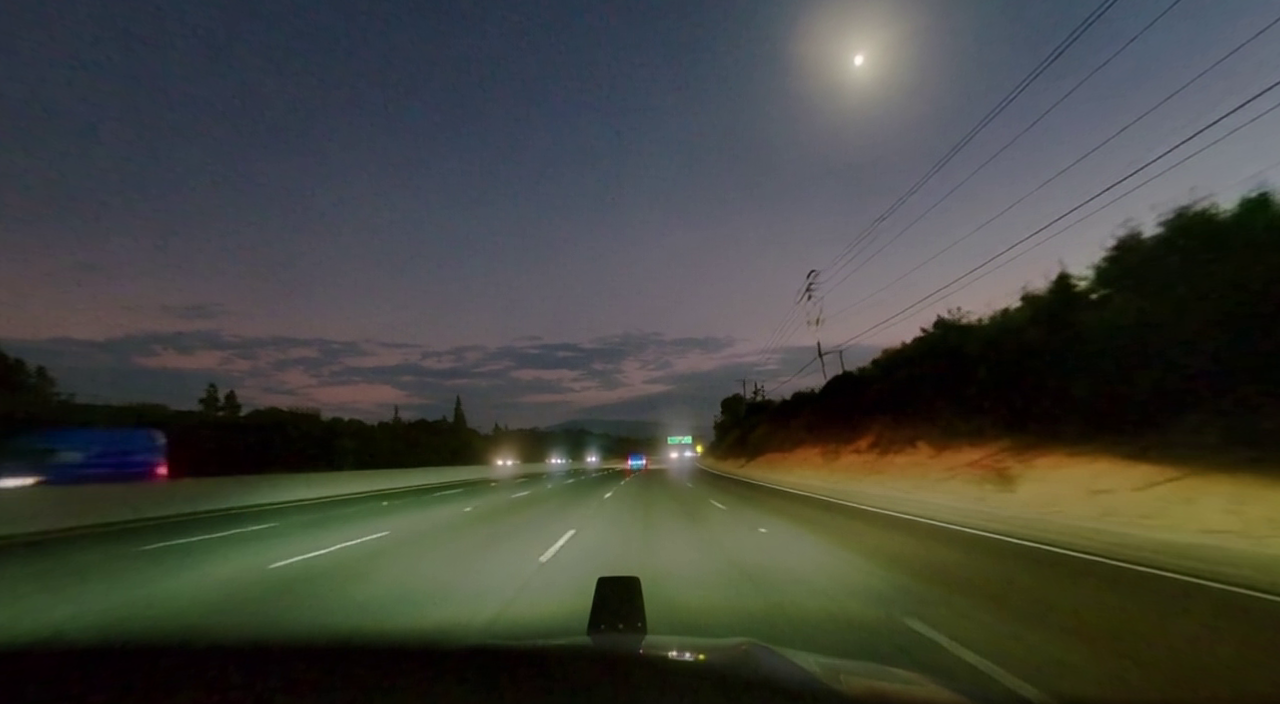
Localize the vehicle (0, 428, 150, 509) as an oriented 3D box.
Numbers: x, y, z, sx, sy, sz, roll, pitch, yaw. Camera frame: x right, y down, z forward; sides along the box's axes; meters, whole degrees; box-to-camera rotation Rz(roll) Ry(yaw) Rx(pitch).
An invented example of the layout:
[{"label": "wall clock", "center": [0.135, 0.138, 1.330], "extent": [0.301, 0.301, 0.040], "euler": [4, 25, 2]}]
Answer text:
[{"label": "vehicle", "center": [-21.825, 4.242, 23.429], "extent": [2.253, 2.596, 5.946], "euler": [-1, -9, 1]}]
